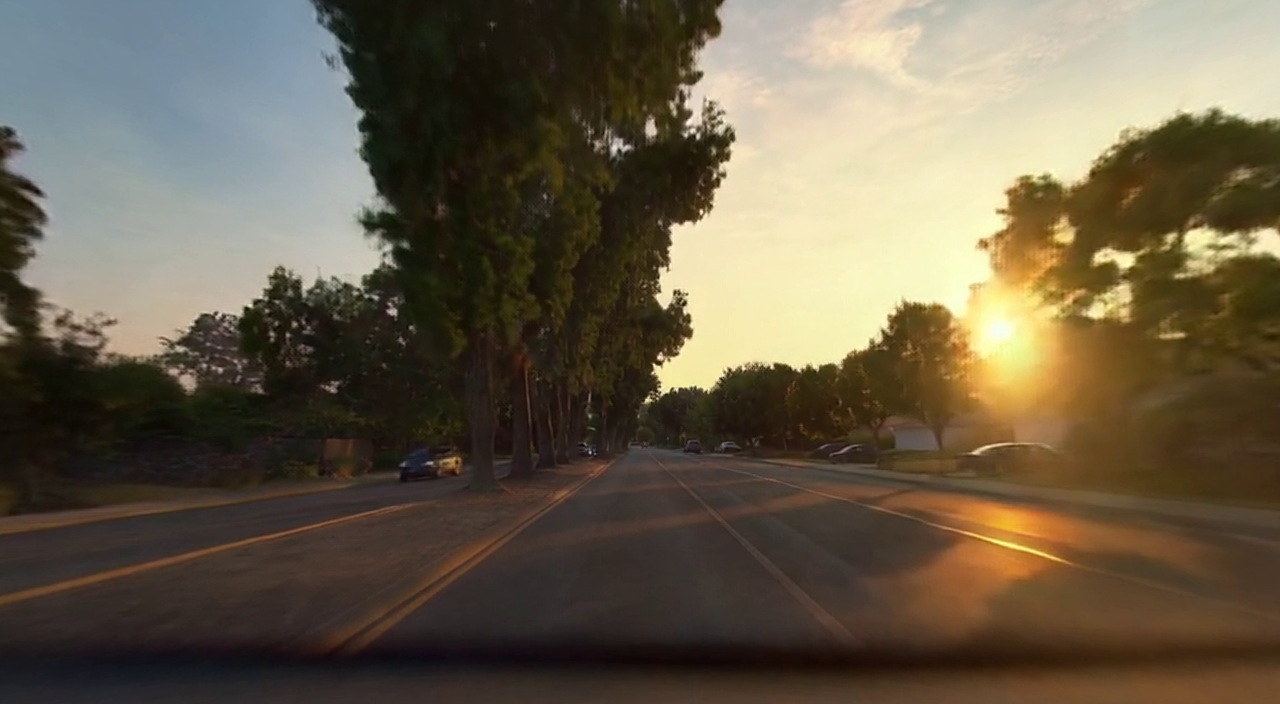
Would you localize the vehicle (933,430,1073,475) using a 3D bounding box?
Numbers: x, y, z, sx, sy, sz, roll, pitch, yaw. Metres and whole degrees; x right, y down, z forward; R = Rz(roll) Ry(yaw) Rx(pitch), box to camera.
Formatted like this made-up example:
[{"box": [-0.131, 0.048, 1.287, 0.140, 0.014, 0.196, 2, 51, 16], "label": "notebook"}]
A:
[{"box": [14.433, 4.007, 25.228, 4.386, 1.711, 1.929, 0, -8, 1], "label": "vehicle"}]

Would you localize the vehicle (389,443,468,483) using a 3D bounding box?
[{"box": [-9.831, 5.190, 29.711, 2.000, 1.728, 4.587, 0, -8, 2], "label": "vehicle"}]

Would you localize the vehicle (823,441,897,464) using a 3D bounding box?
[{"box": [15.659, 7.154, 44.901, 4.500, 1.390, 1.864, -1, -7, -3], "label": "vehicle"}]
